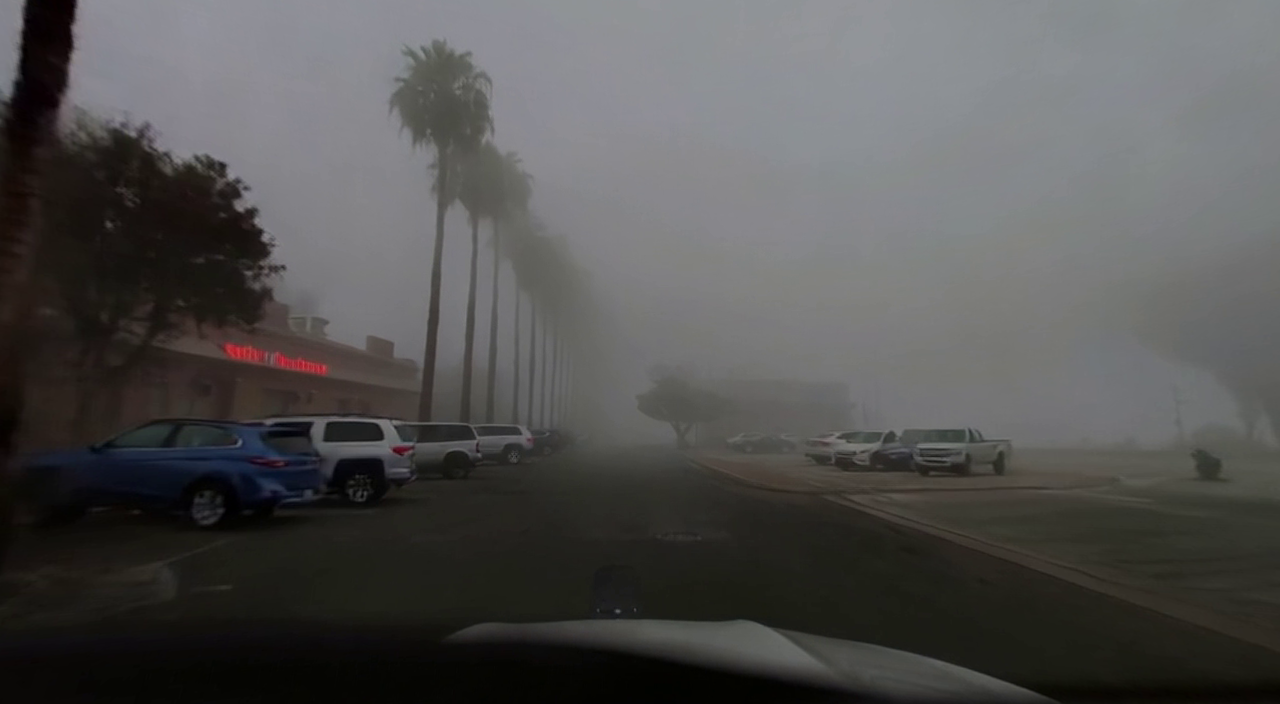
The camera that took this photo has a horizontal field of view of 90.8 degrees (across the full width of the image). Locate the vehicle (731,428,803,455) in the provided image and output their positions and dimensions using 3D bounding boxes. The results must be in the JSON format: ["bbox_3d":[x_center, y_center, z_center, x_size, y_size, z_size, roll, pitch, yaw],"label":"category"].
[{"bbox_3d":[9.011,6.417,44.828,4.758,1.759,2.068,5,-11,-27],"label":"vehicle"}]

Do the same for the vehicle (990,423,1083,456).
[{"bbox_3d":[21.530,4.800,34.507,4.120,1.659,1.894,-5,-10,29],"label":"vehicle"}]

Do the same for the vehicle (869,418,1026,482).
[{"bbox_3d":[9.597,3.037,19.670,4.509,1.759,2.077,5,-10,-29],"label":"vehicle"}]

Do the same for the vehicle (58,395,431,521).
[{"bbox_3d":[-6.810,1.899,11.624,5.210,1.834,2.281,5,-10,-29],"label":"vehicle"}]
